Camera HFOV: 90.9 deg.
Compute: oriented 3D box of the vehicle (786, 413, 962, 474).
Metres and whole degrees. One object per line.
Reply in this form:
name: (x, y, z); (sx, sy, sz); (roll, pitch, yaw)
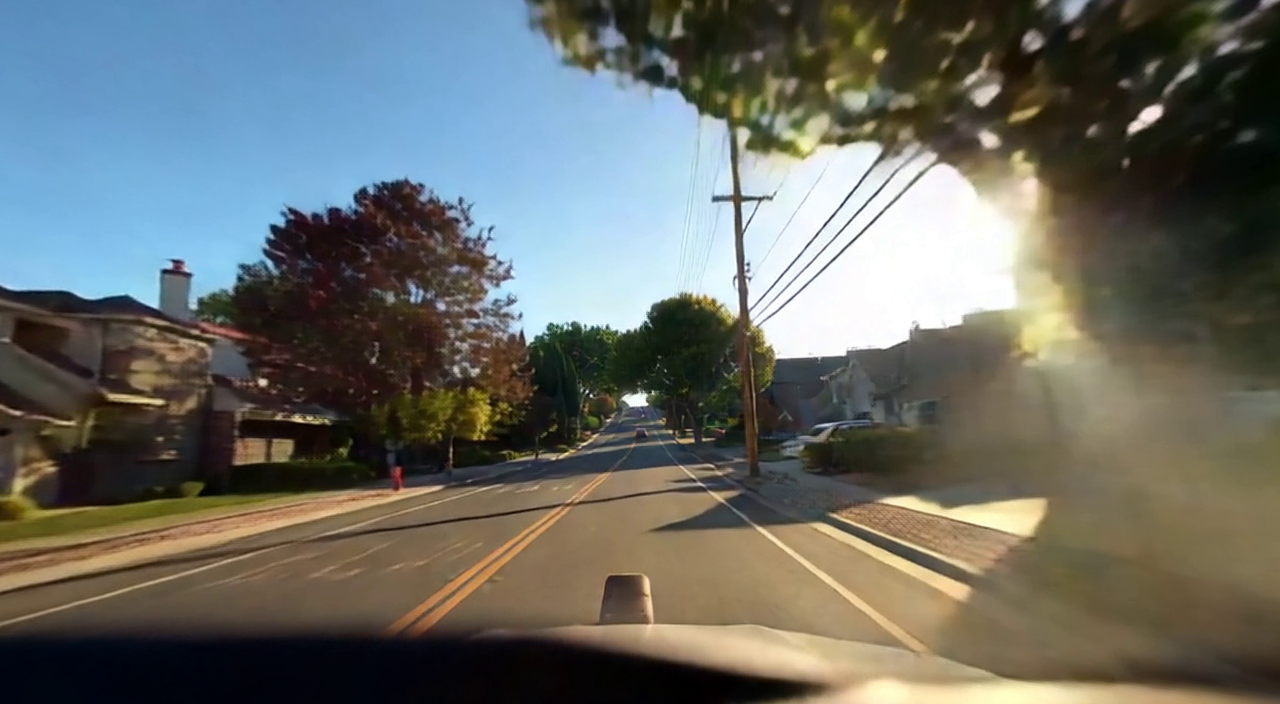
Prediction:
vehicle: (9.332, 3.680, 25.604); (6.133, 2.254, 2.383); (-1, -8, -1)
